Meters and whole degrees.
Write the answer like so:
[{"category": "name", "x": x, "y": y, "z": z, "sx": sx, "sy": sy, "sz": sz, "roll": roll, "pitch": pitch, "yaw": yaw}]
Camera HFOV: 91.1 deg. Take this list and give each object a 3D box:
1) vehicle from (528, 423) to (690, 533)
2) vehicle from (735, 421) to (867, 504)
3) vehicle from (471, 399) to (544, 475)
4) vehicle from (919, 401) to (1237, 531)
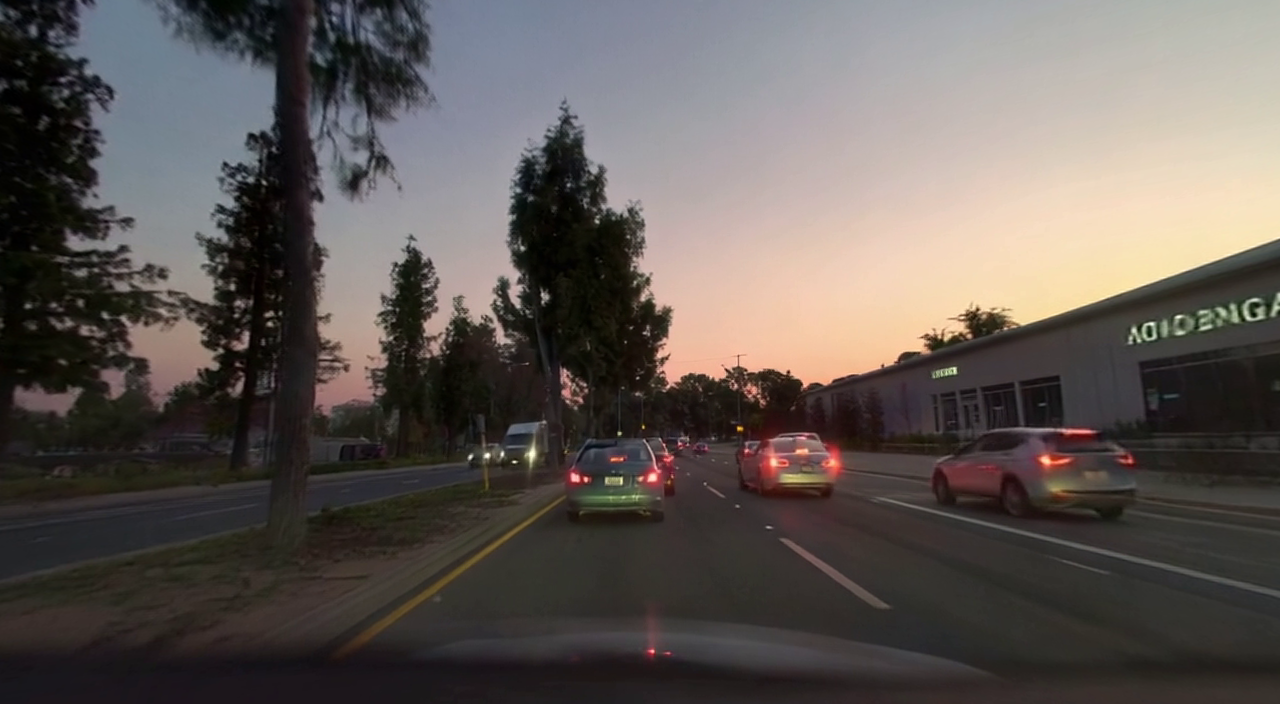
[{"category": "vehicle", "x": -0.437, "y": 2.116, "z": 11.102, "sx": 2.315, "sy": 1.563, "sz": 4.080, "roll": 0, "pitch": -8, "yaw": 0}, {"category": "vehicle", "x": 3.814, "y": 2.719, "z": 15.831, "sx": 2.090, "sy": 1.763, "sz": 4.560, "roll": 0, "pitch": -8, "yaw": 0}, {"category": "vehicle", "x": -8.053, "y": 5.338, "z": 39.082, "sx": 3.043, "sy": 4.303, "sz": 6.343, "roll": 0, "pitch": -8, "yaw": 1}, {"category": "vehicle", "x": 7.680, "y": 2.079, "z": 11.976, "sx": 2.425, "sy": 1.936, "sz": 5.081, "roll": 0, "pitch": -8, "yaw": 1}]
